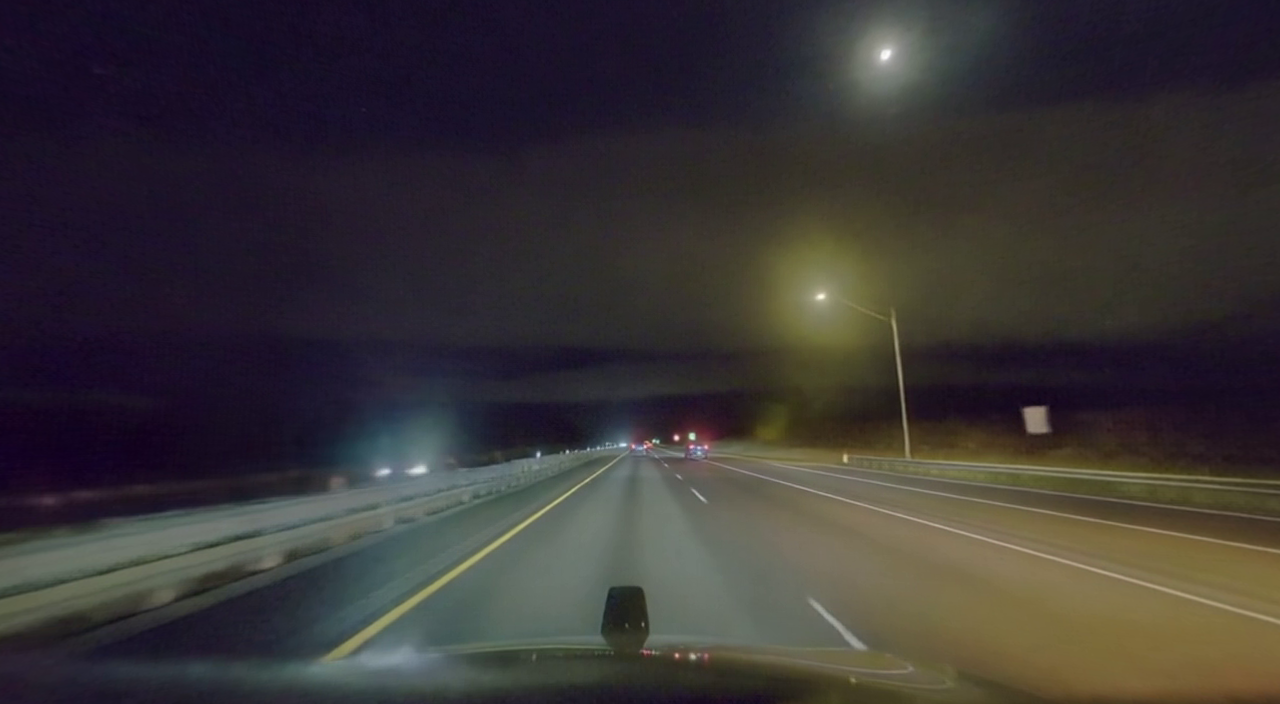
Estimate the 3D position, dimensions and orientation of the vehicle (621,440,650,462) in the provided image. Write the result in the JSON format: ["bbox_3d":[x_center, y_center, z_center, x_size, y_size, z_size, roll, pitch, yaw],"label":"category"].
[{"bbox_3d":[-0.276,7.270,46.307,2.009,1.554,4.013,0,-8,1],"label":"vehicle"}]

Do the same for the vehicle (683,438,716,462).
[{"bbox_3d":[4.235,7.061,45.372,2.037,1.609,4.036,0,-8,0],"label":"vehicle"}]

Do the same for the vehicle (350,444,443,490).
[{"bbox_3d":[-9.244,4.361,24.261,1.923,1.573,4.250,0,-8,-1],"label":"vehicle"}]
